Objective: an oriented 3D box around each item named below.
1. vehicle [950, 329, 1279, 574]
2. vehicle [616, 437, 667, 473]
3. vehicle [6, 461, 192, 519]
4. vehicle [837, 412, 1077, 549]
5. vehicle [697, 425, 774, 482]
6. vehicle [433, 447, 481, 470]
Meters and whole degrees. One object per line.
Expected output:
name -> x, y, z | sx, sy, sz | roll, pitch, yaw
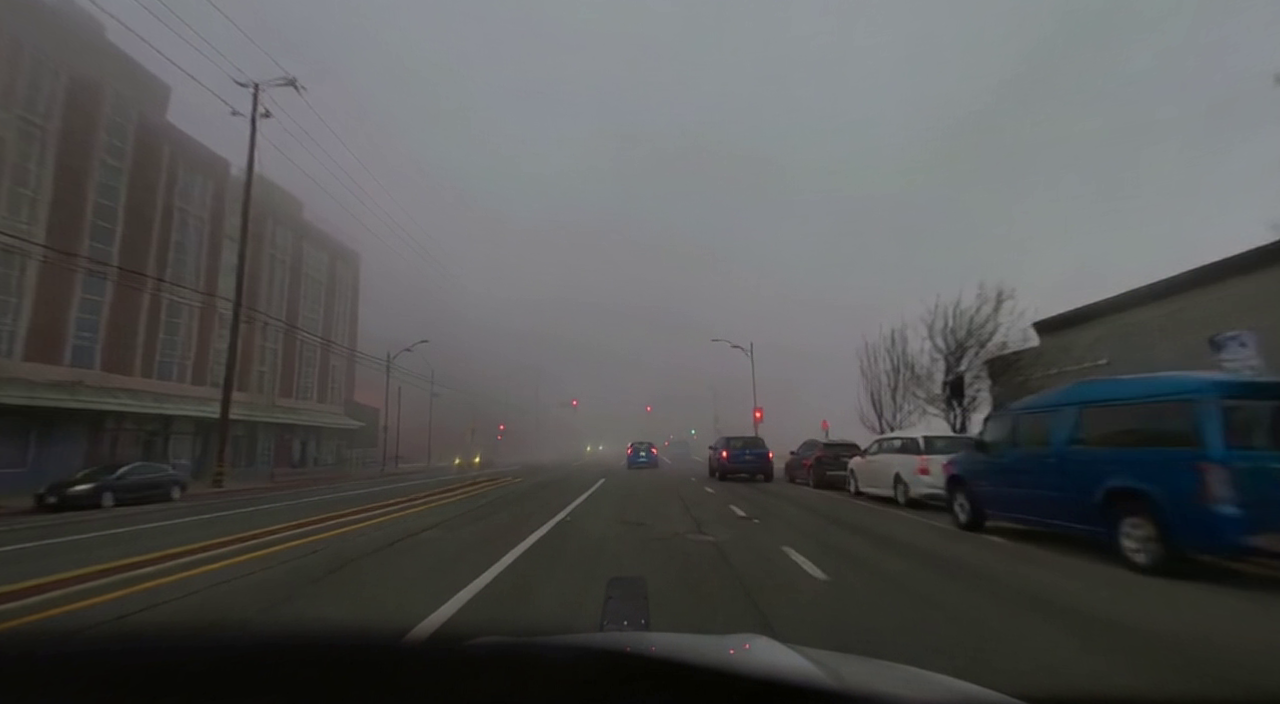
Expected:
vehicle -> 6.694, 1.254, 8.398 | 2.396, 2.218, 5.242 | -1, -8, 0
vehicle -> 0.077, 4.920, 30.219 | 2.245, 1.587, 4.094 | 0, -8, 1
vehicle -> -17.432, 4.424, 20.709 | 1.924, 1.558, 4.620 | 0, -9, 1
vehicle -> 6.859, 2.680, 14.880 | 2.440, 2.204, 6.276 | -7, -5, 2
vehicle -> 3.522, 3.860, 24.244 | 2.159, 1.938, 4.836 | 0, -9, 0
vehicle -> -12.552, 7.294, 43.449 | 2.023, 1.496, 4.529 | 0, -9, -1
